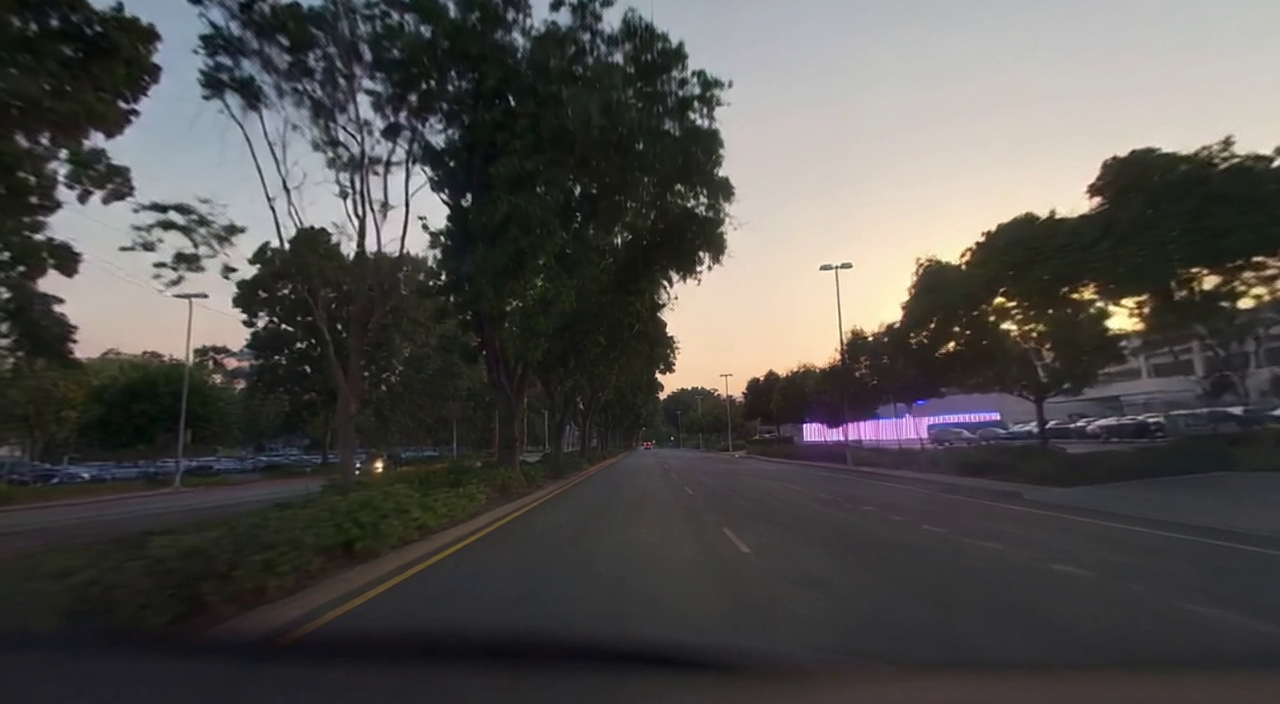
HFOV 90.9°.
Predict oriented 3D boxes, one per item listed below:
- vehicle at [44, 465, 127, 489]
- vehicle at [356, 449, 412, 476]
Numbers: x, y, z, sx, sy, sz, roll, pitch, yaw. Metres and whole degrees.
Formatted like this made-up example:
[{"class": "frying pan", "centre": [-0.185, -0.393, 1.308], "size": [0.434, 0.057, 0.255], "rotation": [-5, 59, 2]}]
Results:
[{"class": "vehicle", "centre": [-37.493, 8.440, 42.746], "size": [1.736, 1.393, 4.317], "rotation": [0, -8, 0]}, {"class": "vehicle", "centre": [-16.255, 6.934, 39.874], "size": [2.129, 1.494, 5.184], "rotation": [6, -10, -34]}]
